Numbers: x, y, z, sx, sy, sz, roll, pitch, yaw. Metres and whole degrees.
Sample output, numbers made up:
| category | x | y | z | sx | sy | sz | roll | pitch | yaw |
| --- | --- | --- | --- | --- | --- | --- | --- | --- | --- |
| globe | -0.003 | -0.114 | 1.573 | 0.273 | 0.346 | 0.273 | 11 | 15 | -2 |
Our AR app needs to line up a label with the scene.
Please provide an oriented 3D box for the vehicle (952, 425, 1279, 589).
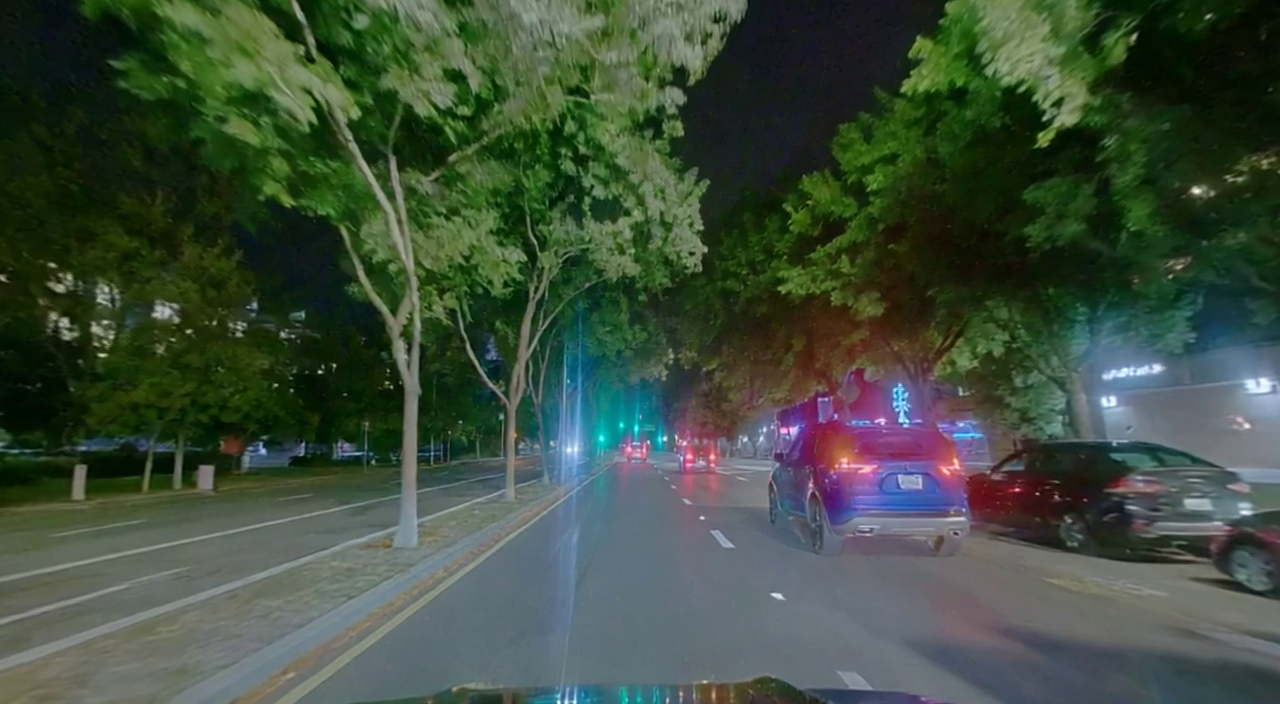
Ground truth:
| category | x | y | z | sx | sy | sz | roll | pitch | yaw |
| --- | --- | --- | --- | --- | --- | --- | --- | --- | --- |
| vehicle | 7.143 | 2.065 | 9.460 | 2.143 | 1.756 | 5.118 | 1 | -8 | -2 |

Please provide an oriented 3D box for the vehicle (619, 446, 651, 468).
| category | x | y | z | sx | sy | sz | roll | pitch | yaw |
| --- | --- | --- | --- | --- | --- | --- | --- | --- | --- |
| vehicle | -0.328 | 7.227 | 43.534 | 2.131 | 1.474 | 4.146 | 0 | -8 | 0 |

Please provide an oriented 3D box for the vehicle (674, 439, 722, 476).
| category | x | y | z | sx | sy | sz | roll | pitch | yaw |
| --- | --- | --- | --- | --- | --- | --- | --- | --- | --- |
| vehicle | 3.103 | 5.780 | 34.837 | 2.085 | 1.828 | 5.383 | 0 | -8 | 0 |

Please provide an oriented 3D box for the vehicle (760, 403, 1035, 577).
| category | x | y | z | sx | sy | sz | roll | pitch | yaw |
| --- | --- | --- | --- | --- | --- | --- | --- | --- | --- |
| vehicle | 3.209 | 1.817 | 9.049 | 2.033 | 1.865 | 4.360 | 0 | -8 | -1 |
